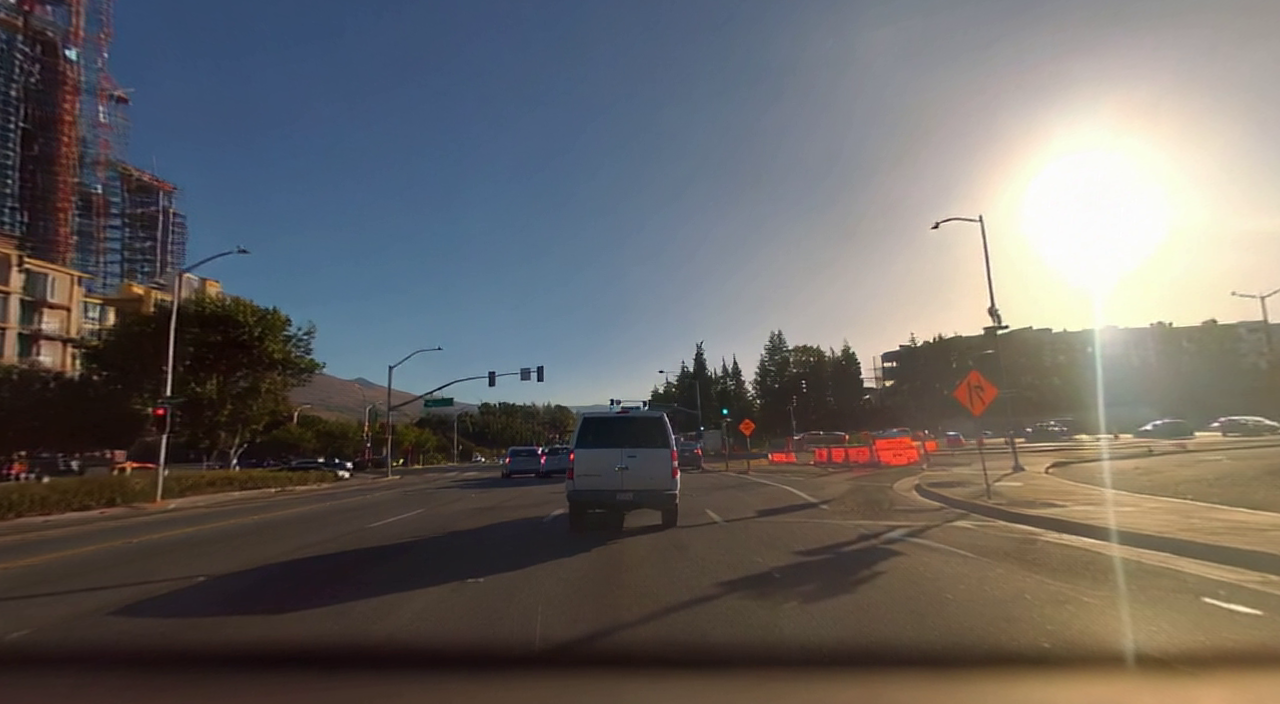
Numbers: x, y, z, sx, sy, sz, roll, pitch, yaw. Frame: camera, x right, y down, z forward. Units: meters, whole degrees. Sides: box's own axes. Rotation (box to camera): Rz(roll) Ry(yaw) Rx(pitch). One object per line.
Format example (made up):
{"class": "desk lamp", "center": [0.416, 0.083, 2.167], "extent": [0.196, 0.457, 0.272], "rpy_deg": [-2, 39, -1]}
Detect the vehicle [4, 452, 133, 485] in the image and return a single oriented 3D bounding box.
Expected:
{"class": "vehicle", "center": [-36.222, 7.386, 40.033], "extent": [5.755, 1.945, 2.403], "rpy_deg": [0, -8, -1]}

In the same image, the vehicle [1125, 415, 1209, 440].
{"class": "vehicle", "center": [39.311, 5.622, 47.113], "extent": [4.556, 1.639, 2.002], "rpy_deg": [-2, -8, 34]}

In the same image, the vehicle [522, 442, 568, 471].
{"class": "vehicle", "center": [-6.028, 6.657, 40.416], "extent": [2.068, 1.750, 4.361], "rpy_deg": [-1, -8, 3]}

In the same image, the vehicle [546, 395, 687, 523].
{"class": "vehicle", "center": [-0.451, 2.222, 13.479], "extent": [2.350, 2.122, 5.801], "rpy_deg": [0, -8, -1]}
